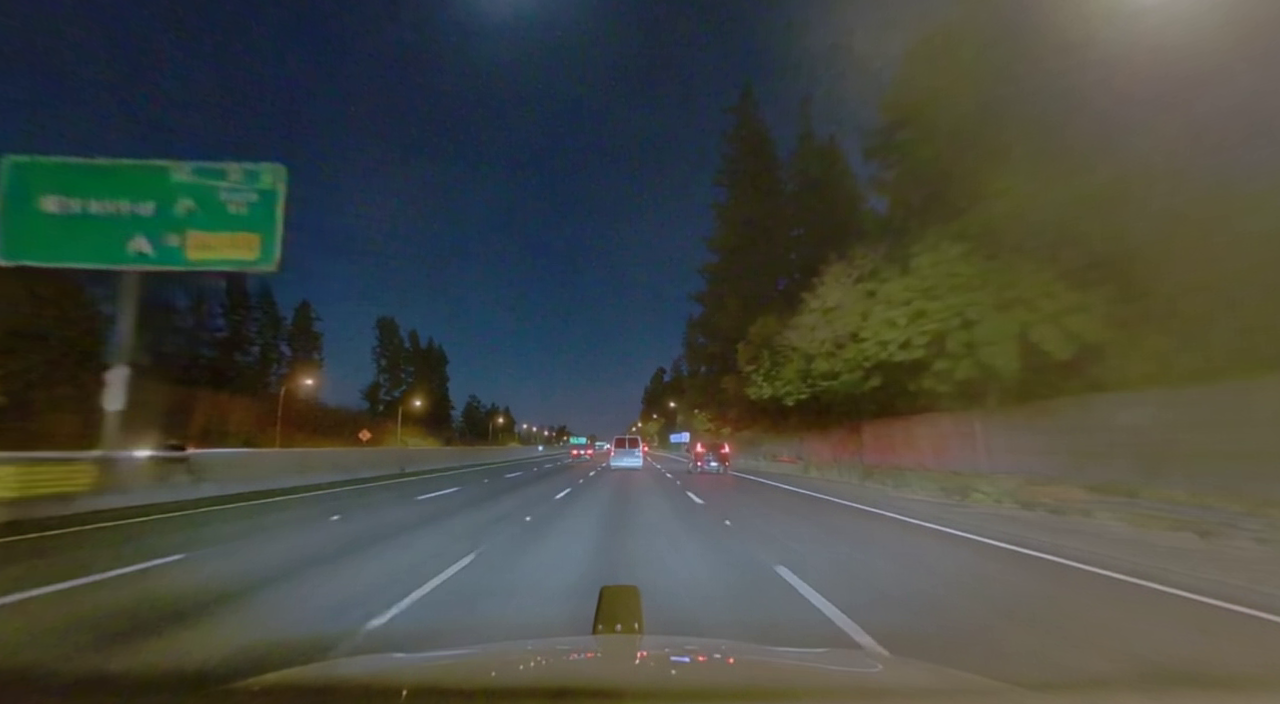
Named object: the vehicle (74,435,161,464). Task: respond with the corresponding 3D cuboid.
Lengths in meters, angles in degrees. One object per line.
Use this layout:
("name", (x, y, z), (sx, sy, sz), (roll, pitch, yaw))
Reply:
("vehicle", (-29.082, 5.437, 35.304), (1.601, 1.485, 3.882), (-1, -8, -1))

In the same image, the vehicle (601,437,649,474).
("vehicle", (-0.743, 5.302, 32.575), (2.297, 1.783, 4.355), (0, -8, -1))

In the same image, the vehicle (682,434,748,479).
("vehicle", (3.146, 4.505, 27.418), (2.160, 1.759, 4.214), (0, -8, -2))

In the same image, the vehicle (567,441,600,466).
("vehicle", (-4.123, 7.463, 46.750), (2.023, 1.709, 4.263), (0, -8, 0))
